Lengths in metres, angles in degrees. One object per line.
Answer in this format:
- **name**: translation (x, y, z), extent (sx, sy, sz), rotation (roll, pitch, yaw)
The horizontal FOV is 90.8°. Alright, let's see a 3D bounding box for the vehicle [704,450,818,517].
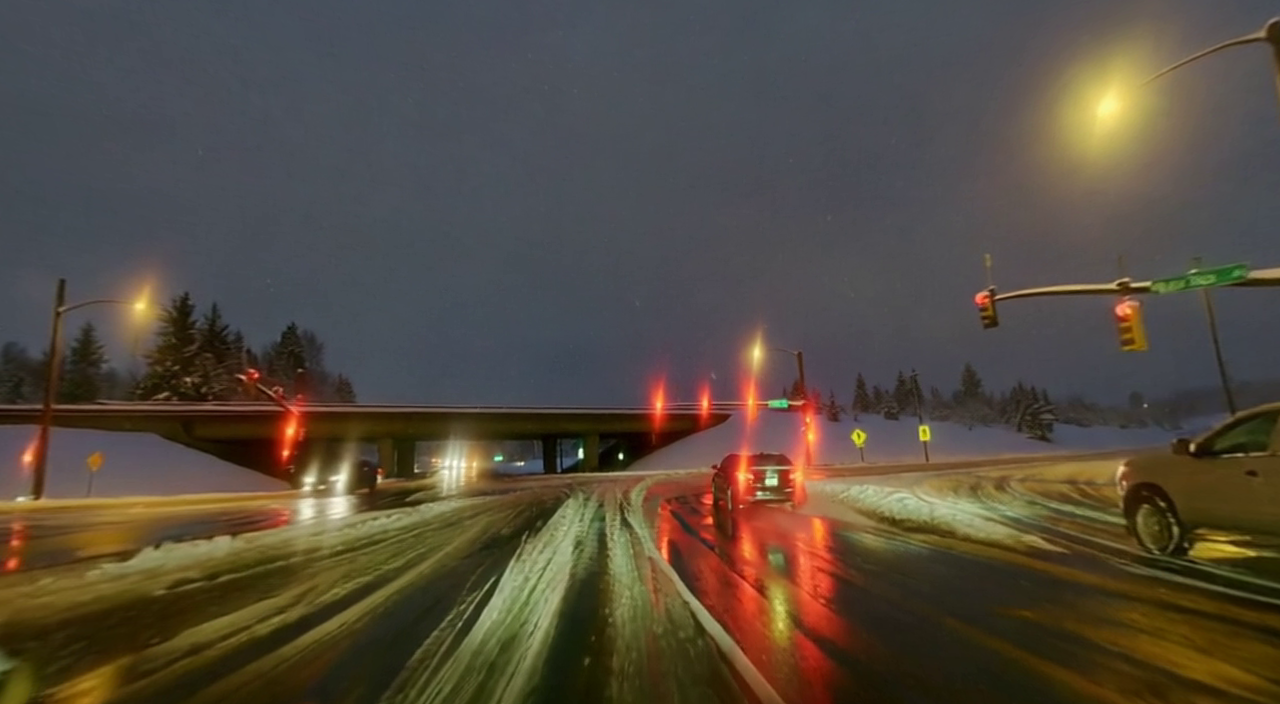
- **vehicle**: translation (2.867, 3.225, 16.110), extent (1.909, 1.425, 4.521), rotation (0, -9, -1)

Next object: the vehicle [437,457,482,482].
- **vehicle**: translation (-13.775, 8.973, 48.539), extent (2.201, 1.716, 4.830), rotation (-2, -9, -2)

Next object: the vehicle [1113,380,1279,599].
- **vehicle**: translation (6.400, 1.051, 4.637), extent (2.007, 1.828, 4.896), rotation (0, -9, 0)

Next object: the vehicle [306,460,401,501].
- **vehicle**: translation (-13.078, 5.850, 29.251), extent (2.126, 1.506, 5.411), rotation (-3, -9, -3)
